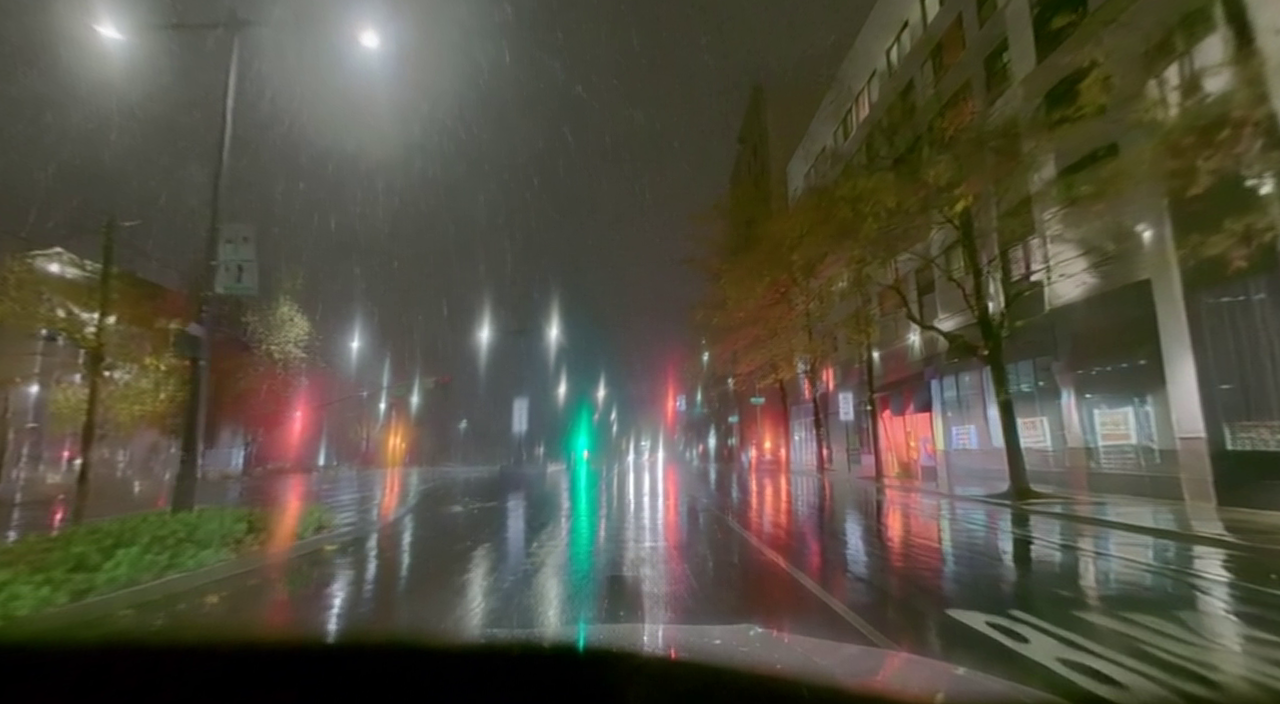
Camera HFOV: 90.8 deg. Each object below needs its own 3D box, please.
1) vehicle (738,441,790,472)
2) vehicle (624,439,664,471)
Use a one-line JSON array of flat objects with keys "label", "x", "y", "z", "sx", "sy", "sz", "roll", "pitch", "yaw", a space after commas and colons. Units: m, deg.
[{"label": "vehicle", "x": 7.431, "y": 6.328, "z": 38.447, "sx": 1.987, "sy": 1.772, "sz": 4.749, "roll": 0, "pitch": -9, "yaw": -3}, {"label": "vehicle", "x": 0.295, "y": 6.065, "z": 37.418, "sx": 2.223, "sy": 1.775, "sz": 4.250, "roll": 0, "pitch": -9, "yaw": 1}]
